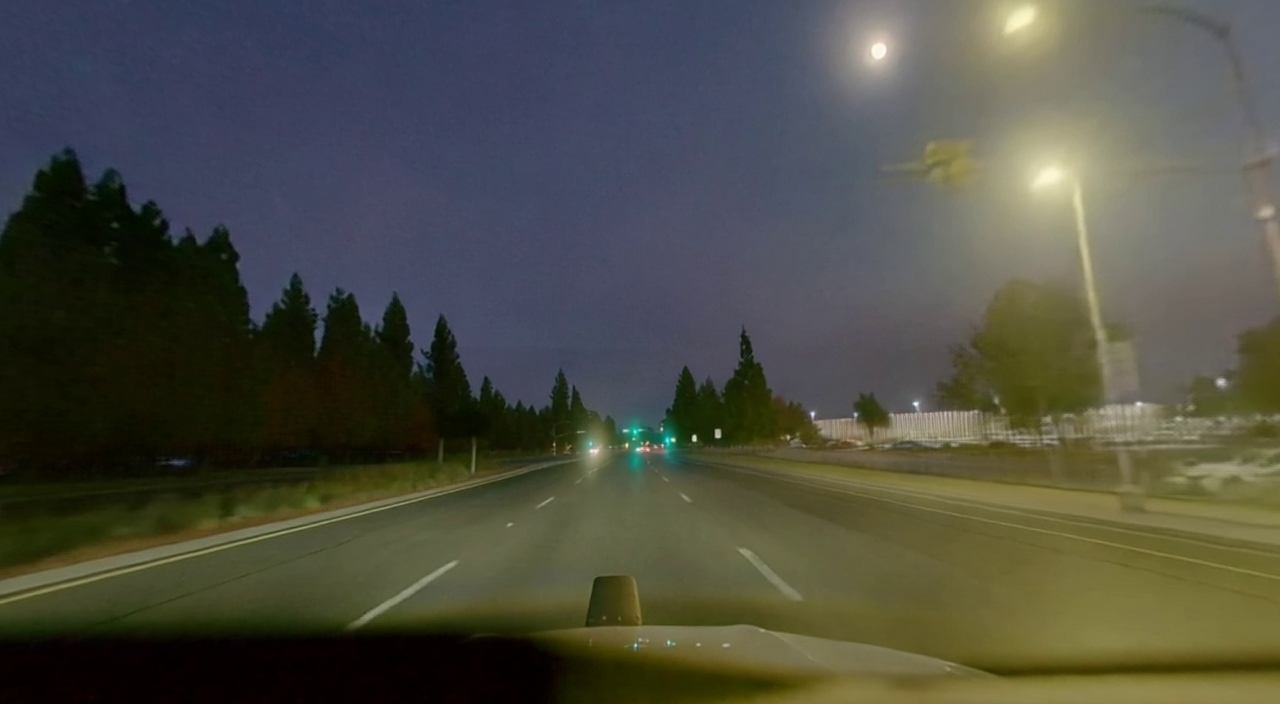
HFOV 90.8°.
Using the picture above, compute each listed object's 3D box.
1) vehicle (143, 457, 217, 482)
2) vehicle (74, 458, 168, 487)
[{"bbox_3d":[-32.912,8.397,45.355,1.994,1.599,4.308,-2,-9,0],"label":"vehicle"},{"bbox_3d":[-33.036,7.664,40.404,1.998,1.538,4.666,-2,-9,1],"label":"vehicle"}]
